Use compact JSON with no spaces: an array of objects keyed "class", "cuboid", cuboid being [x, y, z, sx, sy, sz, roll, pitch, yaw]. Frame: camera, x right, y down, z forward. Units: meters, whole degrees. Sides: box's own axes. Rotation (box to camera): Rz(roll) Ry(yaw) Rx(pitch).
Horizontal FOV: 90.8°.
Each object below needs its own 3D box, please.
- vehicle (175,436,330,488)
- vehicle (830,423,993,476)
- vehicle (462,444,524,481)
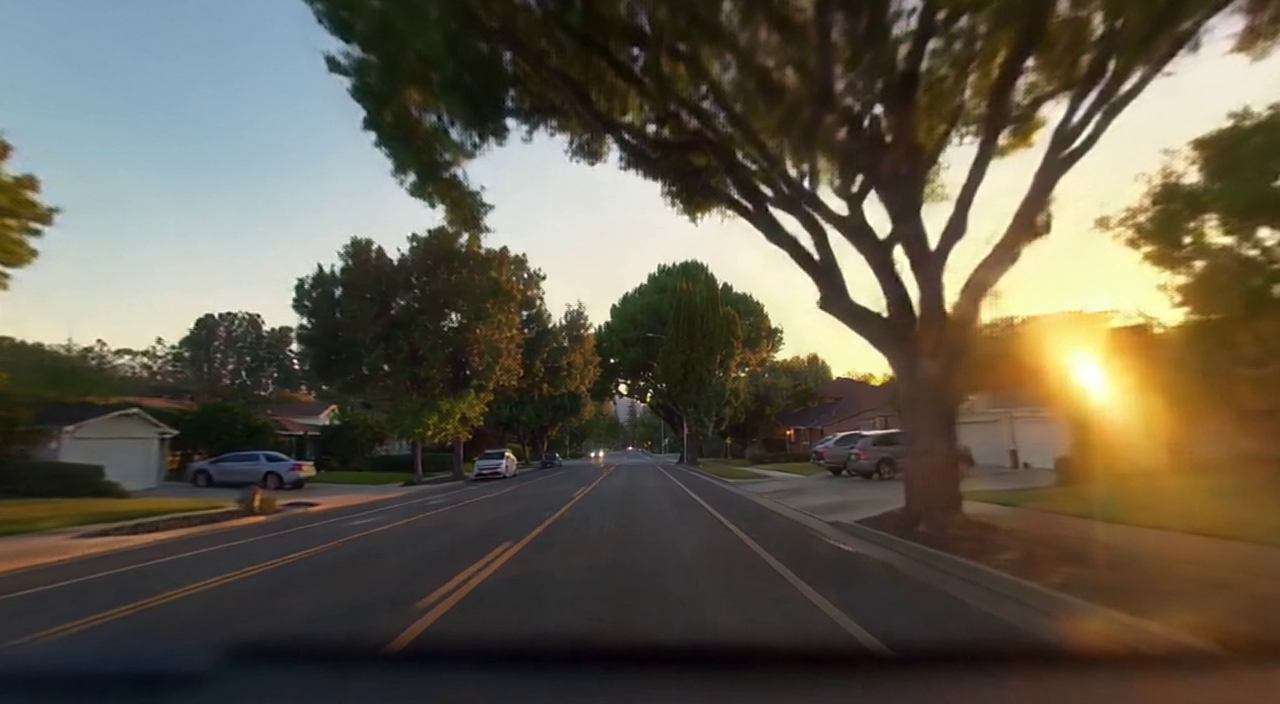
[{"class":"vehicle","cuboid":[-14.628,4.152,24.029,4.602,1.847,1.976,-1,-9,4]},{"class":"vehicle","cuboid":[8.996,3.272,21.238,4.535,1.697,1.968,0,-9,-1]},{"class":"vehicle","cuboid":[-7.869,5.939,34.368,2.122,1.739,4.770,-4,-8,0]}]
